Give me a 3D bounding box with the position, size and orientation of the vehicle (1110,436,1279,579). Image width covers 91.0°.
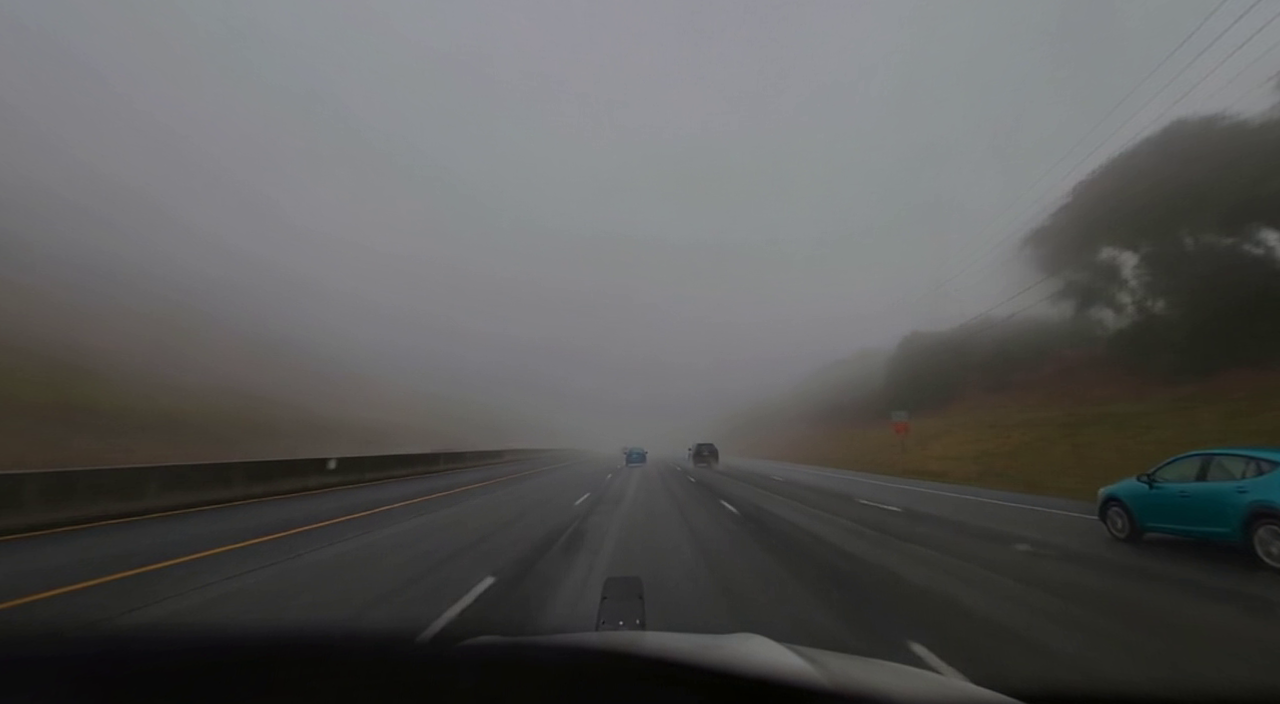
[{"bbox_3d":[7.998,1.715,6.899,1.970,1.545,4.818,1,-8,0],"label":"vehicle"}]

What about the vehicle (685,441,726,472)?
[{"bbox_3d":[3.990,6.453,39.042,2.159,1.782,4.673,0,-9,2],"label":"vehicle"}]
